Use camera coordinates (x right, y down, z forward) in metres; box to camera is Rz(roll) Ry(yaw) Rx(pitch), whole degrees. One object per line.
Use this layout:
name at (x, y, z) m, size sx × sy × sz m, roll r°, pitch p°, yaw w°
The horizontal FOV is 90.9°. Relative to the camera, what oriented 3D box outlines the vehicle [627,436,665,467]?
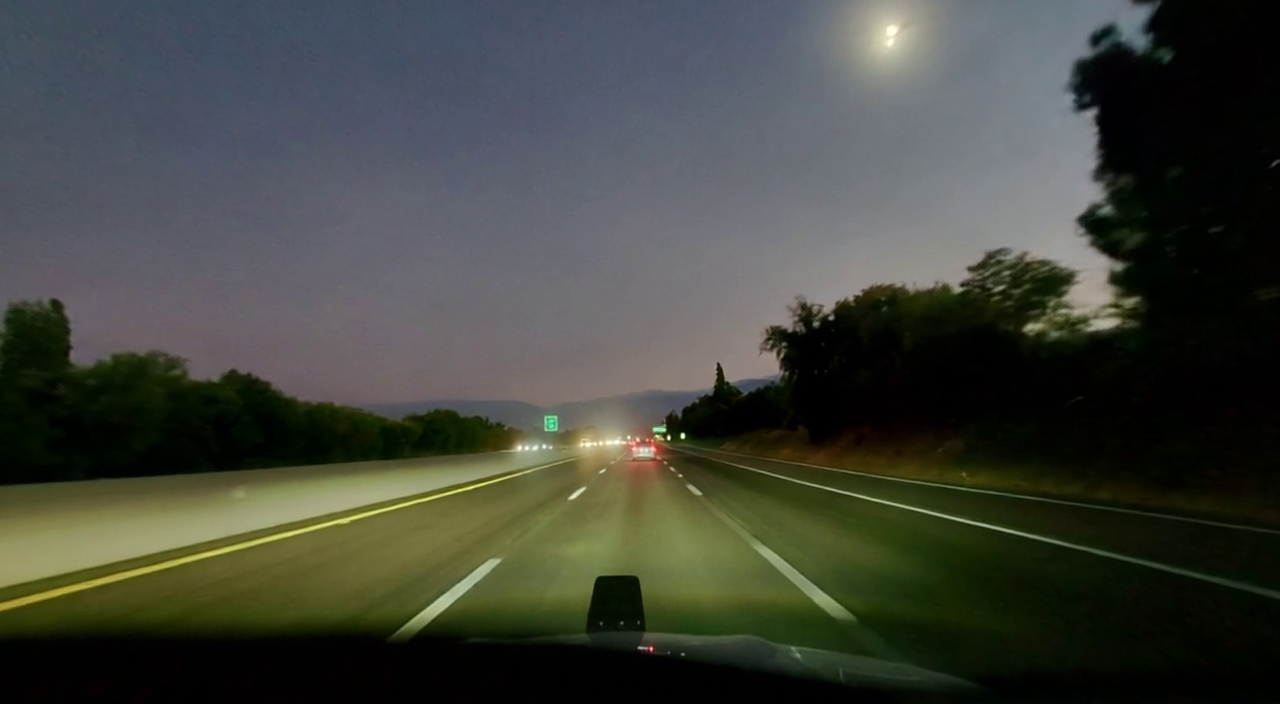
vehicle at (0.347, 6.313, 40.187) m, size 2.247 × 1.825 × 4.036 m, roll -1°, pitch -9°, yaw 0°
